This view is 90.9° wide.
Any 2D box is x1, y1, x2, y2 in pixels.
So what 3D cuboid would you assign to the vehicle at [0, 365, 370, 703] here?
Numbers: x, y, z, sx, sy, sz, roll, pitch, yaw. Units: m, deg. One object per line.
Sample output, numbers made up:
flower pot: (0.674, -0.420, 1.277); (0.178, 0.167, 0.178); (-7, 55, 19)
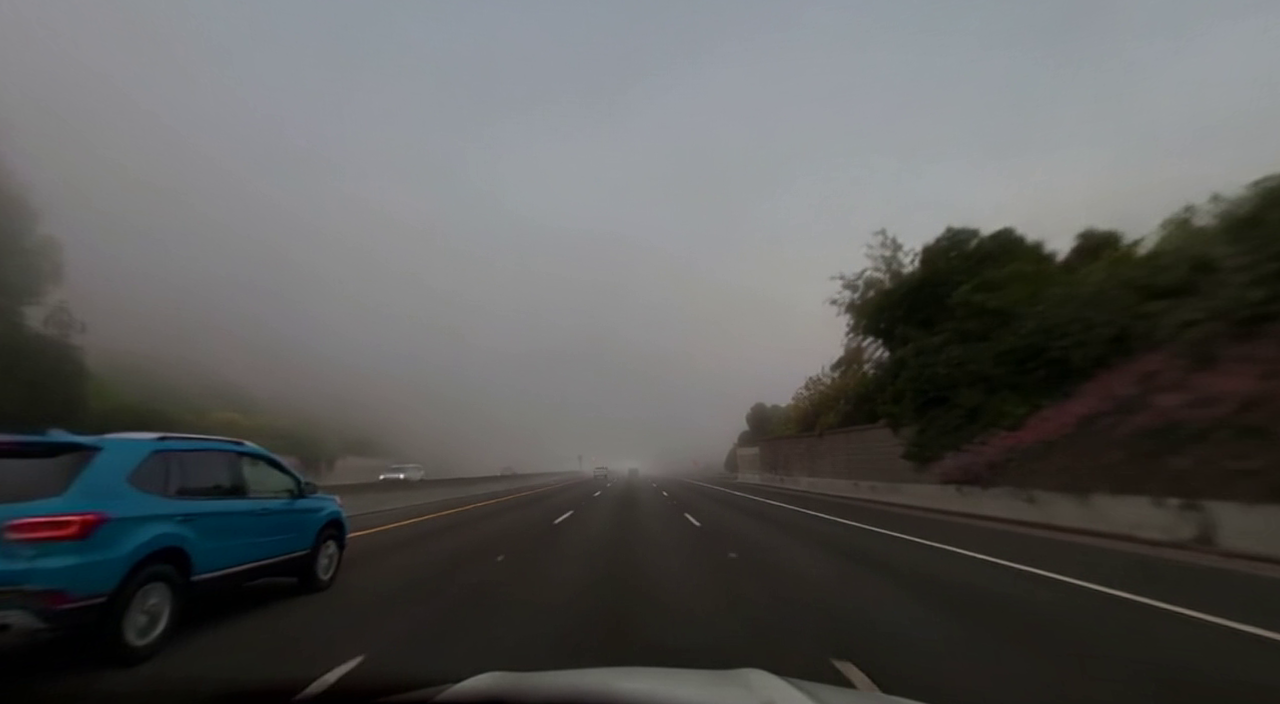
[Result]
vehicle: (-4.291, 1.262, 4.935); (2.178, 1.736, 4.847); (1, -10, 0)
